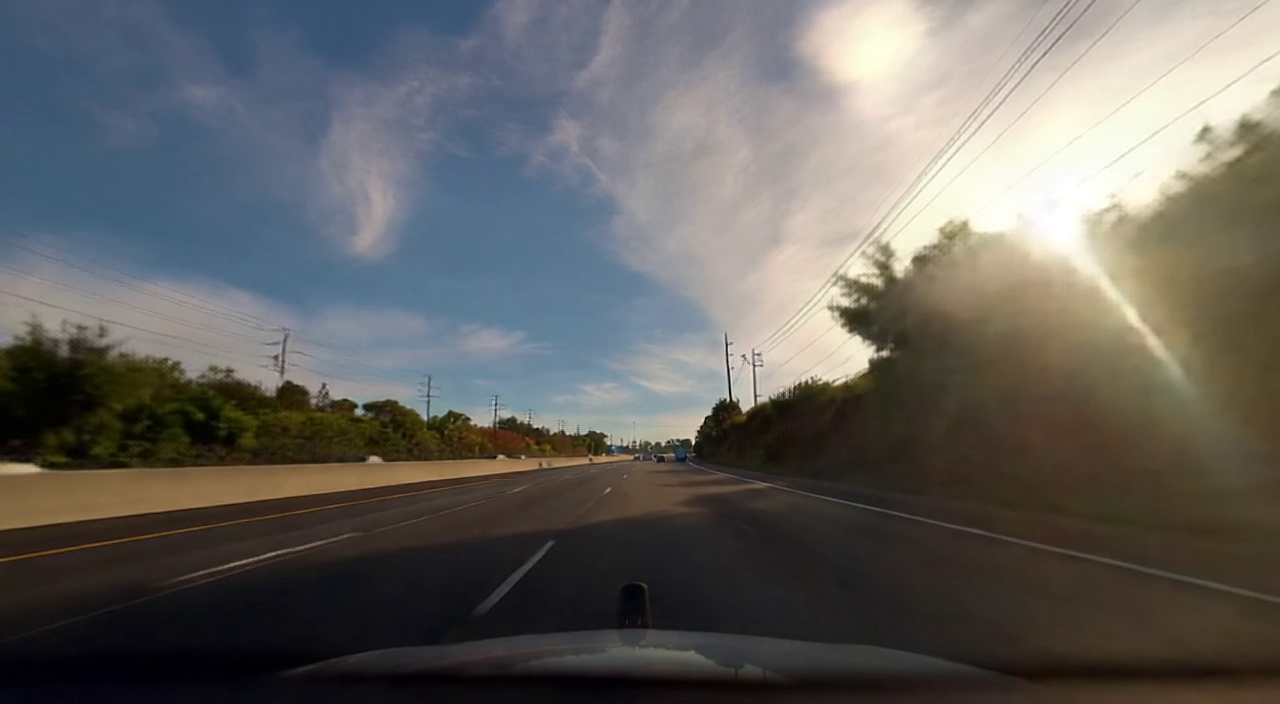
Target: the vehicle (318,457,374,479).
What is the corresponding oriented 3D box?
[{"bbox_3d":[-21.547,8.517,46.383,1.824,1.485,4.647,0,-9,1],"label":"vehicle"}]
